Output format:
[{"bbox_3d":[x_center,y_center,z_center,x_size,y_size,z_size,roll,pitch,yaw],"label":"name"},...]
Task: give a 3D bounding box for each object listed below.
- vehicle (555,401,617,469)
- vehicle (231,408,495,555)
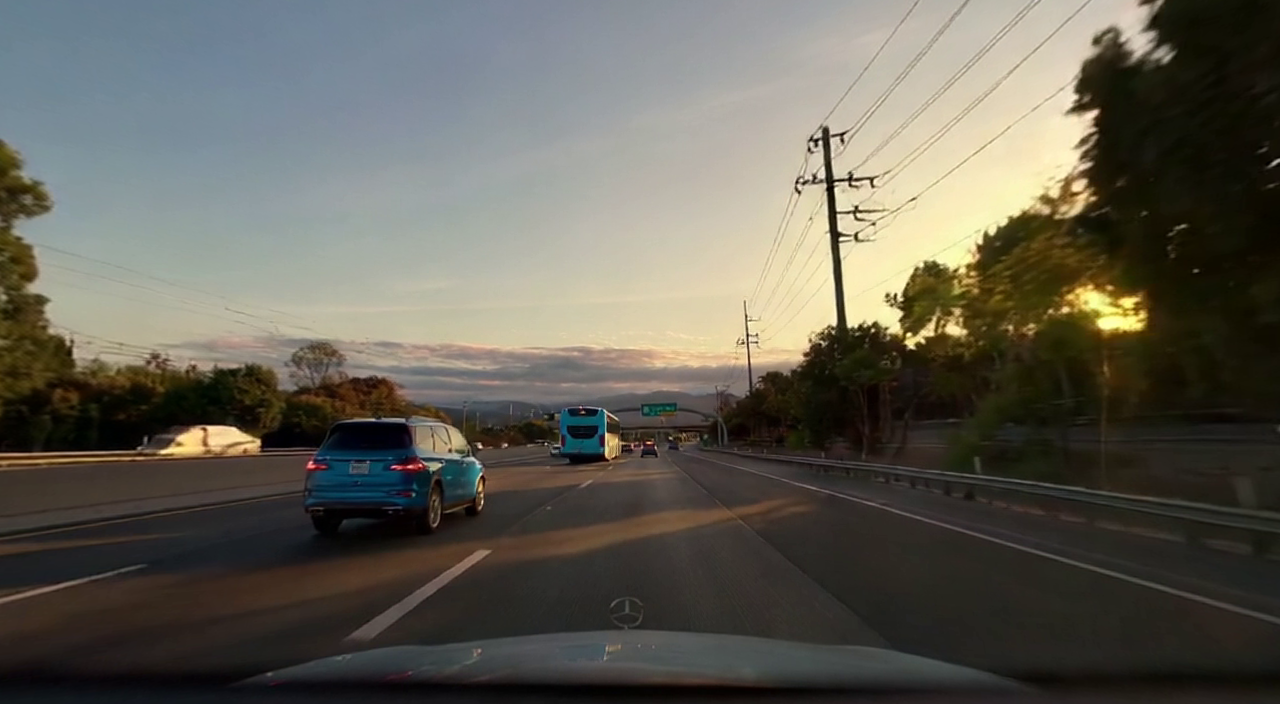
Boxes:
[{"bbox_3d":[-3.189,5.453,40.788,2.964,3.735,11.465,0,-8,0],"label":"vehicle"},{"bbox_3d":[-3.779,1.851,9.651,2.021,1.730,4.223,0,-8,1],"label":"vehicle"}]
